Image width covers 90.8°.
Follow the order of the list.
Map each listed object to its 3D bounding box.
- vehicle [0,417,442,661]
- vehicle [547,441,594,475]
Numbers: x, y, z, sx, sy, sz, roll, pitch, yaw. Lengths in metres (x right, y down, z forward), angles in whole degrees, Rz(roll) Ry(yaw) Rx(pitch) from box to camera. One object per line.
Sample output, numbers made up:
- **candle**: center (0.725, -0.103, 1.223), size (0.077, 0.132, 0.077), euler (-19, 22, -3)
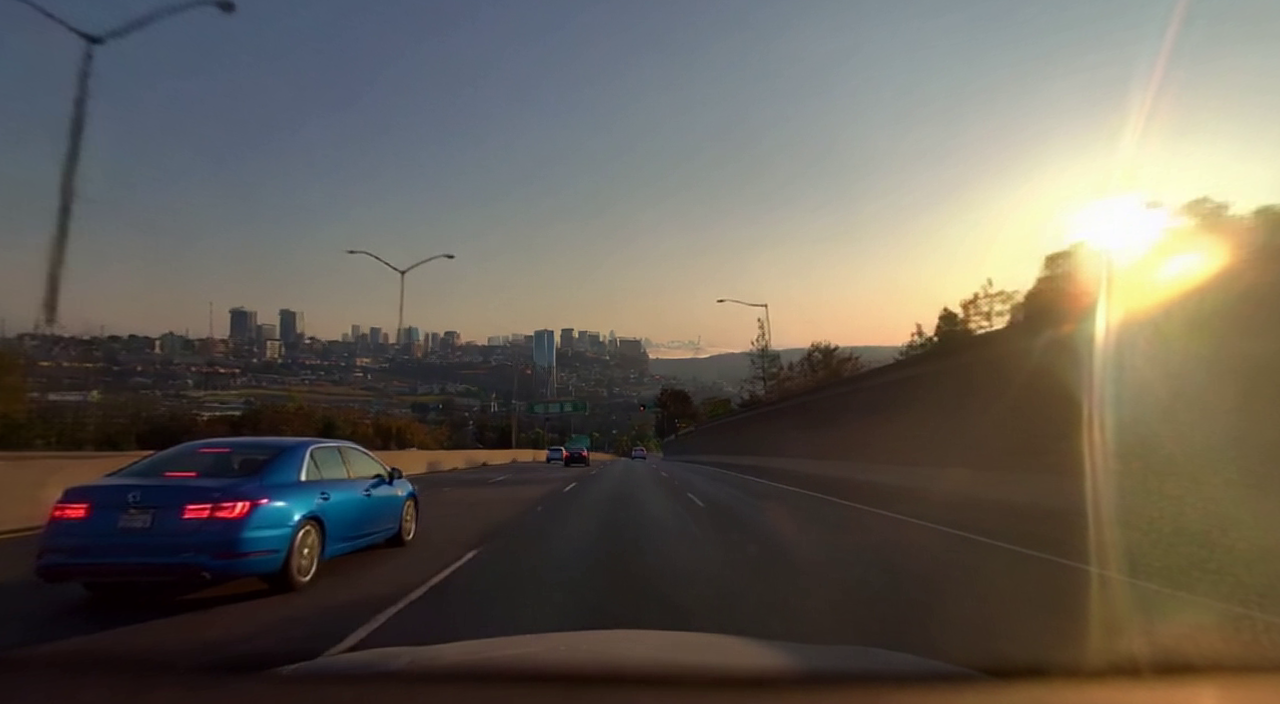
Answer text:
- **vehicle**: center (-3.724, 1.482, 6.163), size (2.114, 1.480, 4.473), euler (0, -9, 0)
- **vehicle**: center (-3.653, 5.666, 33.938), size (2.075, 1.702, 4.257), euler (0, -9, 0)
